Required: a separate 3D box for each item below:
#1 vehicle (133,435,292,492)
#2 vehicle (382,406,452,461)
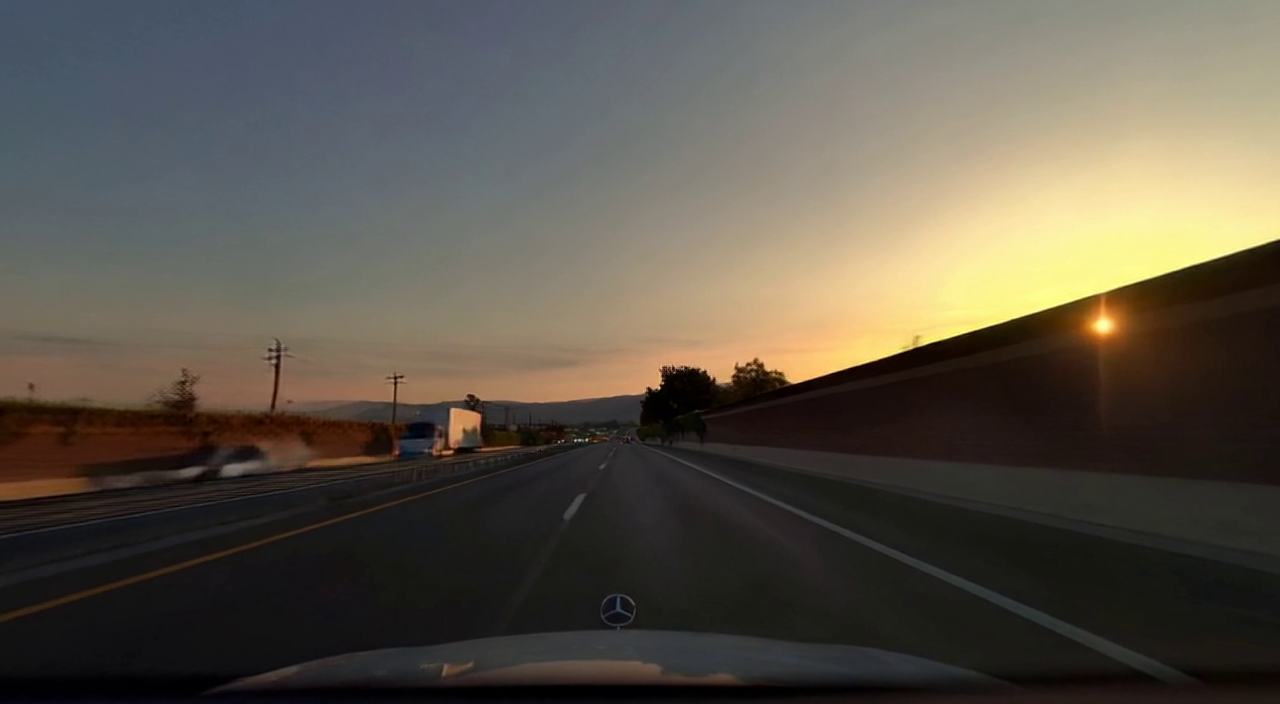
[{"bbox_3d":[-12.046,3.120,18.141,1.934,1.441,3.930,0,-8,-3],"label":"vehicle"},{"bbox_3d":[-17.024,6.304,48.681,3.068,3.877,6.541,0,-8,-1],"label":"vehicle"}]
